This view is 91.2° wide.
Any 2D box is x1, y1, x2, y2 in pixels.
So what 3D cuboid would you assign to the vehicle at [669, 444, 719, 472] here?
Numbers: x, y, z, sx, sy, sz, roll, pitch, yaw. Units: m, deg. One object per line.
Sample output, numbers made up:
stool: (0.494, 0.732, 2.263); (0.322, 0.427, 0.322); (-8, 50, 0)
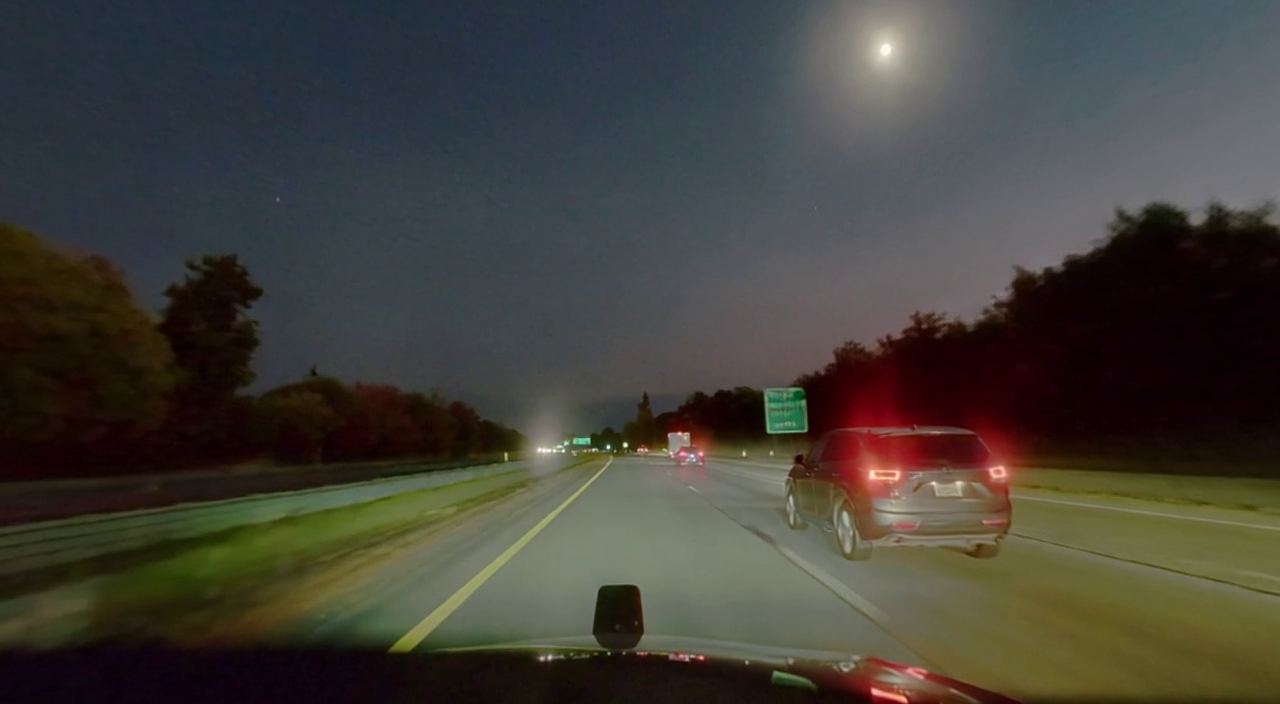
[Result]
vehicle: (2.995, 6.034, 35.867); (2.244, 1.498, 4.338); (0, -9, -3)
